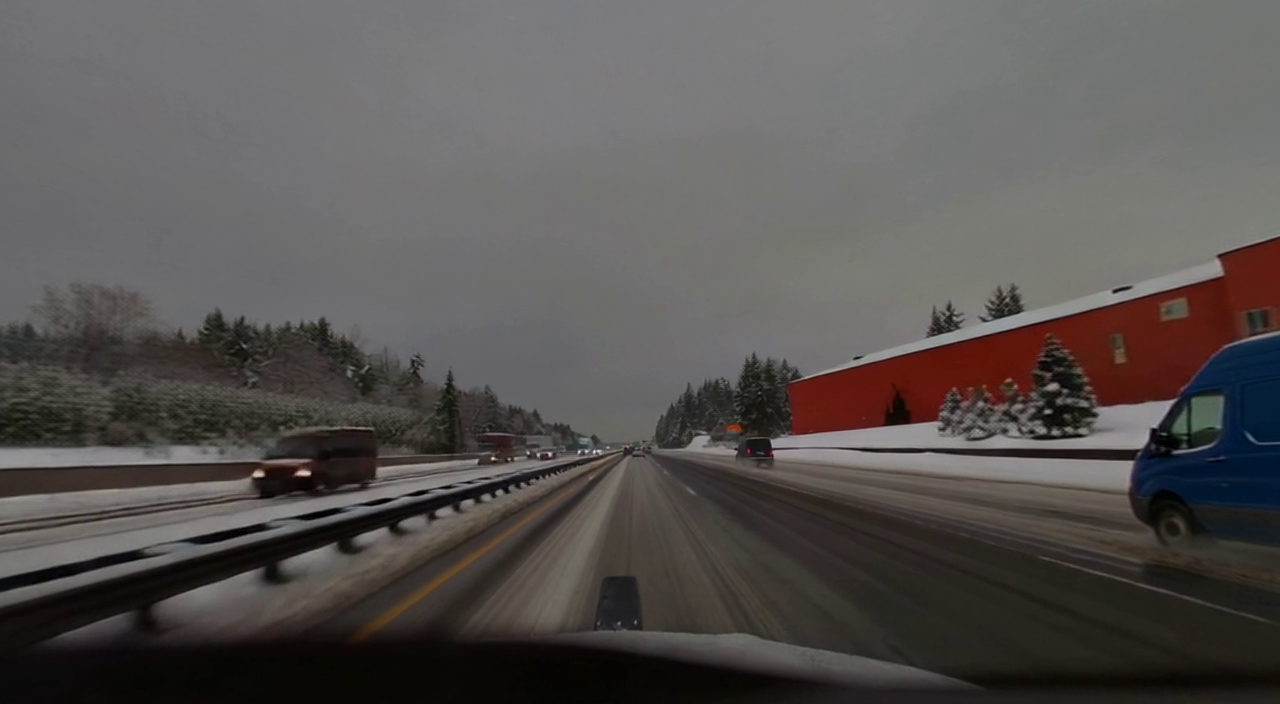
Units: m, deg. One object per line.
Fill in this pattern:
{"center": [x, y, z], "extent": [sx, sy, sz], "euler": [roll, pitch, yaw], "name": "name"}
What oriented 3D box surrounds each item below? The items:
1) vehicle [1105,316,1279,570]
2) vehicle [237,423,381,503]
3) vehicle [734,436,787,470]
{"center": [7.861, 0.835, 5.847], "extent": [2.283, 2.631, 6.053], "euler": [0, -9, -1], "name": "vehicle"}
{"center": [-12.217, 4.130, 23.849], "extent": [2.195, 2.631, 5.906], "euler": [0, -9, 0], "name": "vehicle"}
{"center": [7.288, 6.159, 38.492], "extent": [2.156, 1.943, 5.010], "euler": [0, -9, -1], "name": "vehicle"}
